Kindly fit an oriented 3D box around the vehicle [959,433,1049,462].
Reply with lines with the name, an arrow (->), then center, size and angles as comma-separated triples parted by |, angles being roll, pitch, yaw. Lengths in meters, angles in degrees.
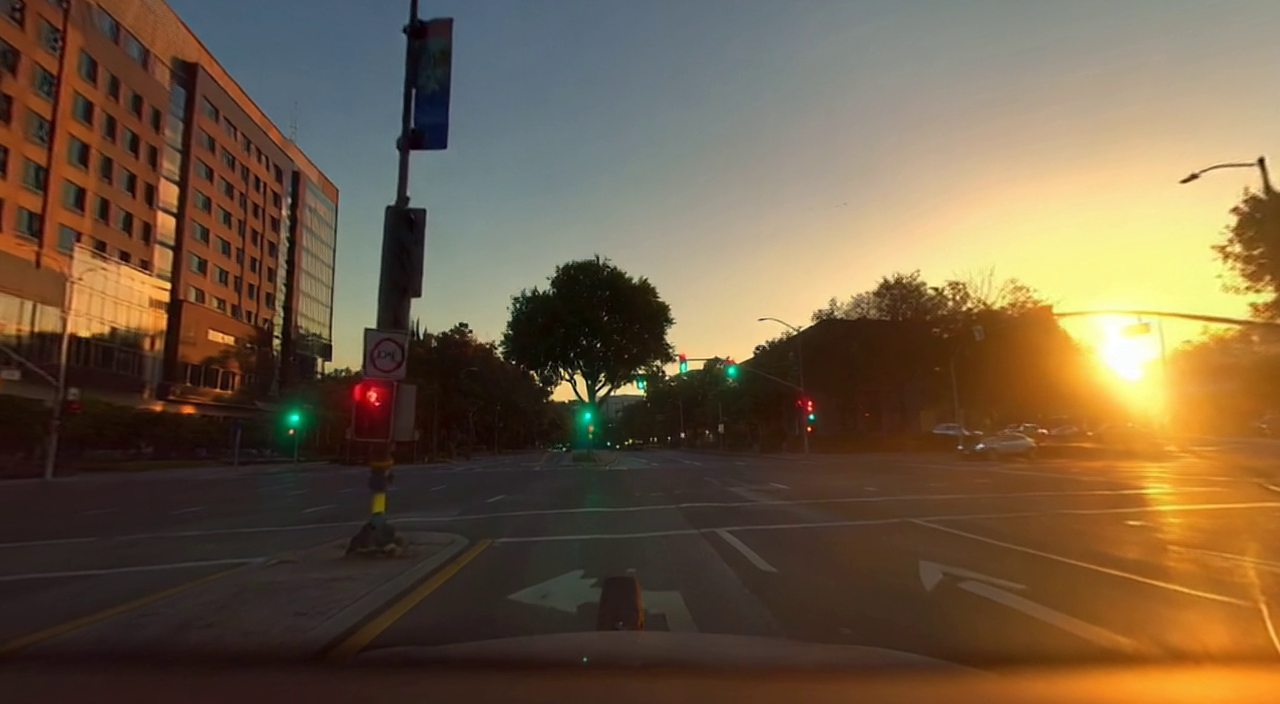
vehicle -> 21.712, 5.692, 37.567 | 4.769, 1.634, 1.884 | 3, -9, -19
